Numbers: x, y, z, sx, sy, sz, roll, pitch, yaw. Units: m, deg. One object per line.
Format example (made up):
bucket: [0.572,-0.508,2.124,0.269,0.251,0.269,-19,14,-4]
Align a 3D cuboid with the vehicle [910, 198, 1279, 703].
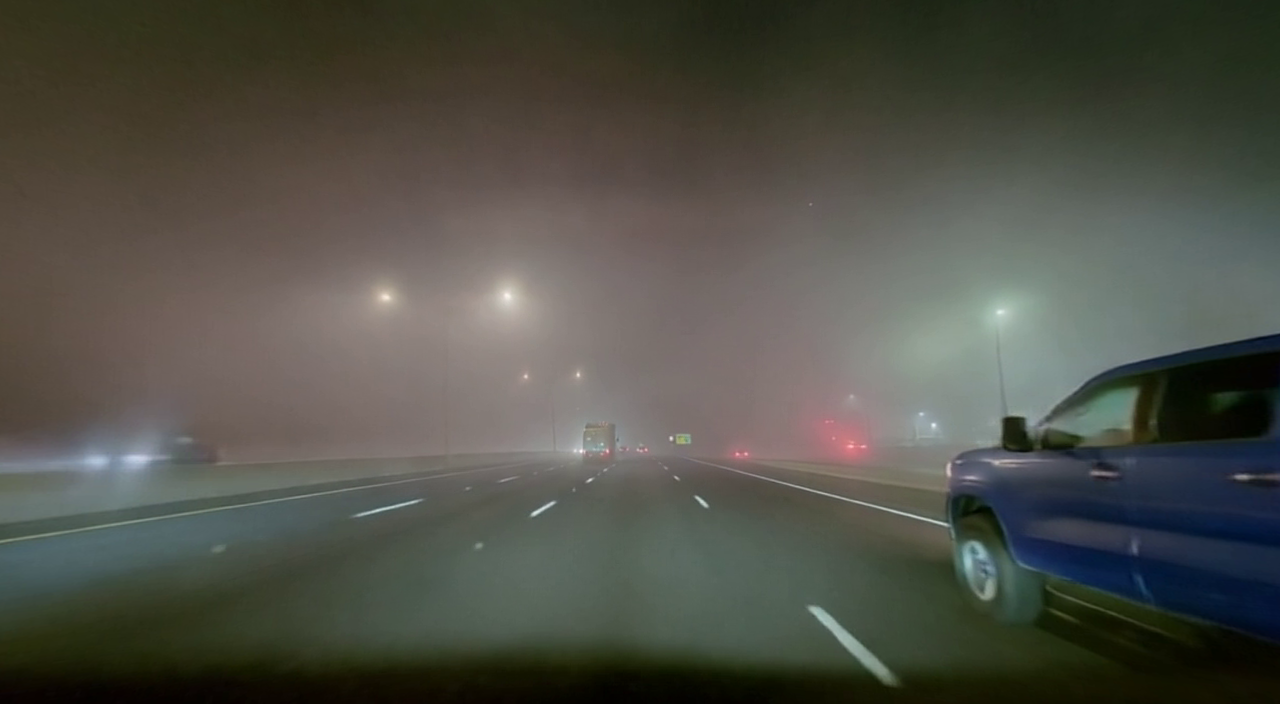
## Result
vehicle: [3.570,0.513,2.180,2.593,2.110,6.016,0,-9,0]
